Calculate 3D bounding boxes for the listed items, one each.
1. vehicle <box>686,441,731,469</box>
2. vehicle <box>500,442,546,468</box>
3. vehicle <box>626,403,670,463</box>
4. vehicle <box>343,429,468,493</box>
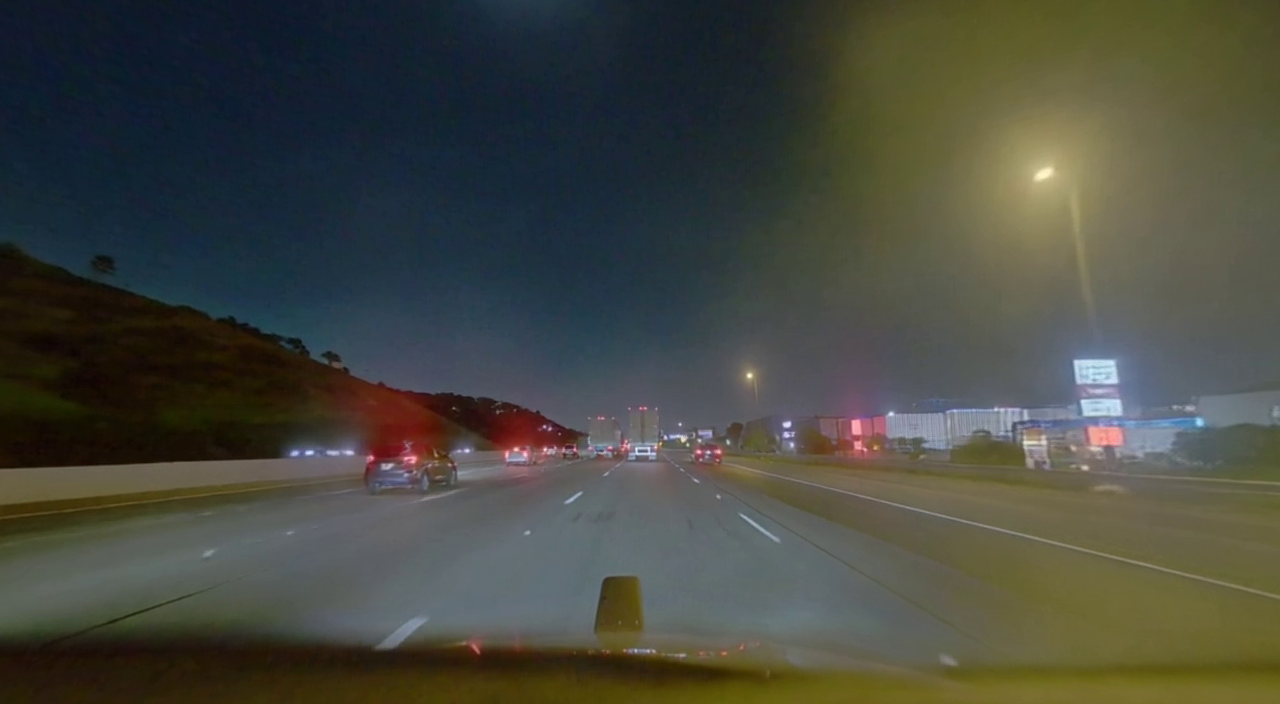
[{"bbox_3d":[3.770,5.752,35.421,2.006,1.452,4.246,0,-9,0],"label":"vehicle"},{"bbox_3d":[-7.066,6.284,38.633,1.891,1.460,4.506,0,-9,1],"label":"vehicle"},{"bbox_3d":[0.472,6.371,48.931,2.969,4.104,10.906,0,-9,-1],"label":"vehicle"},{"bbox_3d":[-7.116,3.342,19.728,2.122,1.754,4.379,0,-9,1],"label":"vehicle"}]
